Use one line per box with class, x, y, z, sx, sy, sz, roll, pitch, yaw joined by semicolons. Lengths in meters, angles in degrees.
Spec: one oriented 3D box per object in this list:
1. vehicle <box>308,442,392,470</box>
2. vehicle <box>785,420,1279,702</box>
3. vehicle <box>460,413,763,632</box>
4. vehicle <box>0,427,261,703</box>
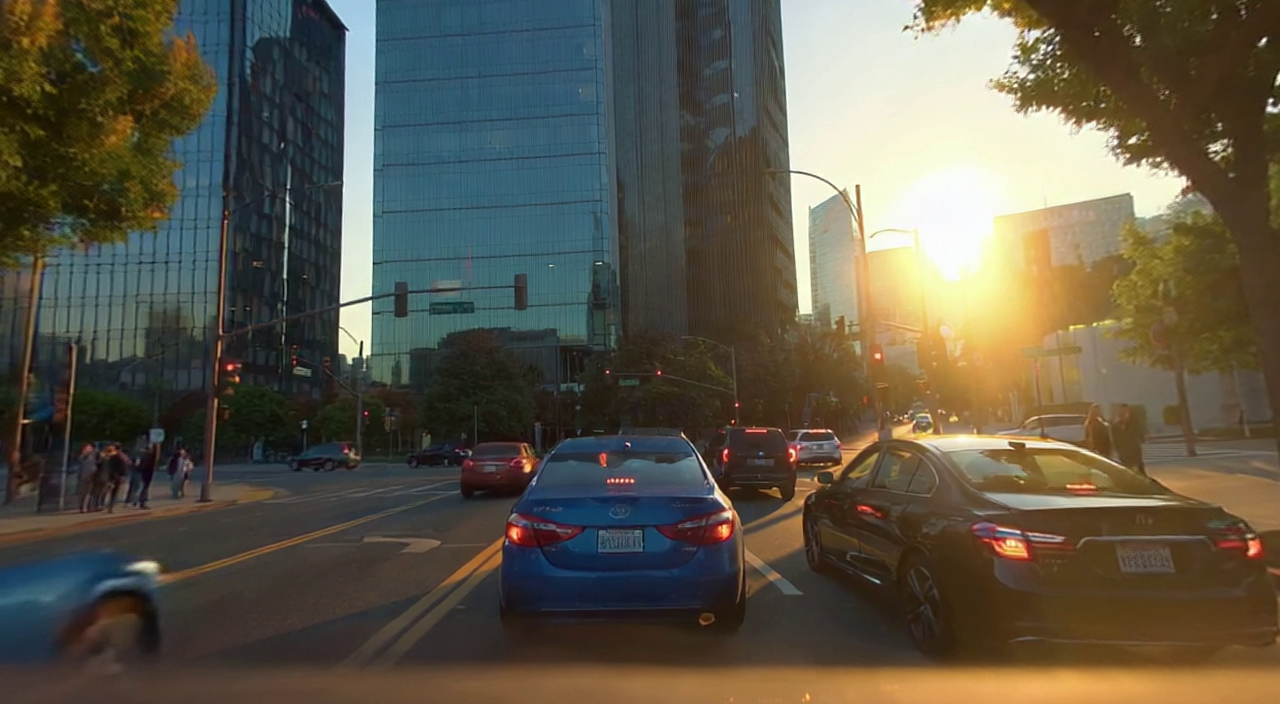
vehicle;-16.780;6.009;36.390;4.265;1.531;1.857;-3;-9;20
vehicle;2.757;1.405;5.443;1.952;1.464;4.165;0;-8;-1
vehicle;-0.268;1.469;6.411;2.072;1.476;4.078;0;-8;-2
vehicle;-3.462;0.906;1.726;1.957;1.427;4.531;0;-8;1
